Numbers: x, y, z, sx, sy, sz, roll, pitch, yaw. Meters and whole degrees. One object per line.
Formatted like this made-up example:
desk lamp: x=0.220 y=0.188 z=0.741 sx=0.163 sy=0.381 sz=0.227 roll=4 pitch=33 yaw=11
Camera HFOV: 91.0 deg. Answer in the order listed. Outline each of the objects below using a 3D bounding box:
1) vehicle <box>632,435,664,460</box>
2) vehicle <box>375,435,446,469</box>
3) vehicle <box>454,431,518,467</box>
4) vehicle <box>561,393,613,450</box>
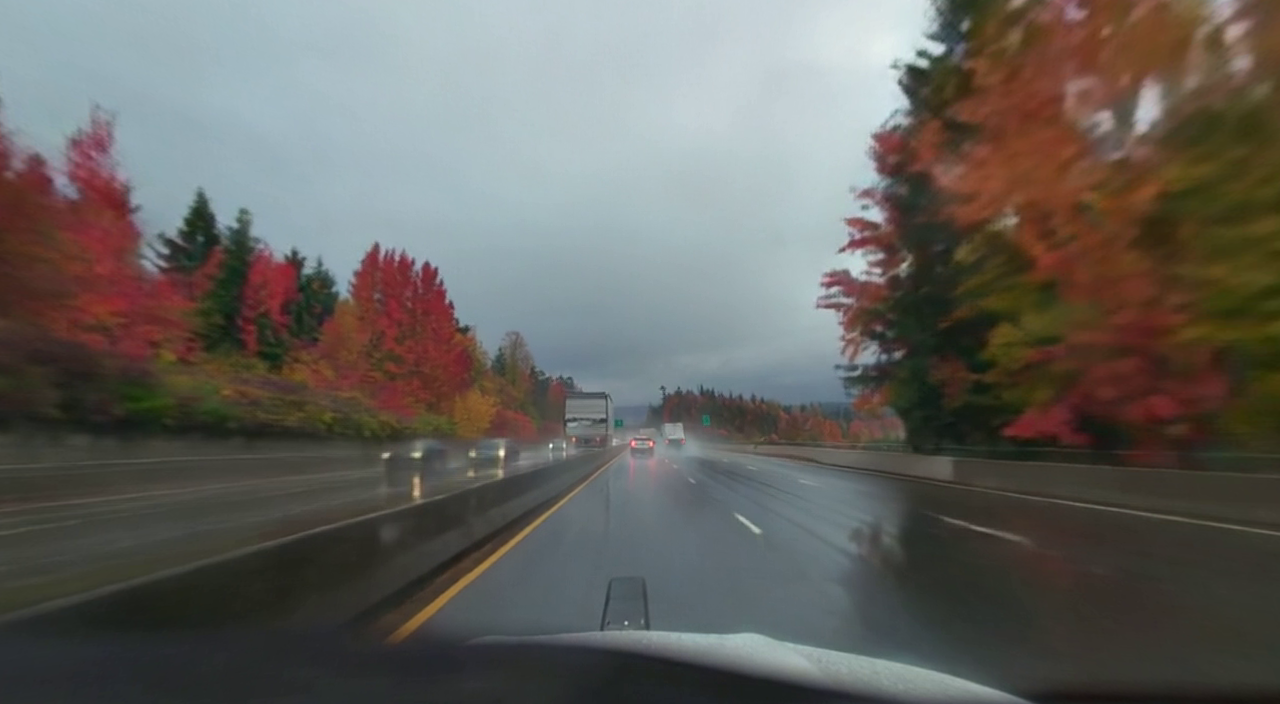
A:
vehicle: x=0.498 y=6.067 z=40.098 sx=1.924 sy=1.498 sz=3.817 roll=0 pitch=-8 yaw=0
vehicle: x=-11.410 y=4.986 z=31.617 sx=1.857 sy=1.561 sz=4.388 roll=0 pitch=-8 yaw=0
vehicle: x=-7.708 y=4.887 z=31.870 sx=1.975 sy=1.637 sz=4.631 roll=0 pitch=-8 yaw=1
vehicle: x=-3.893 y=5.598 z=49.196 sx=3.120 sy=3.936 sz=11.480 roll=0 pitch=-8 yaw=0
